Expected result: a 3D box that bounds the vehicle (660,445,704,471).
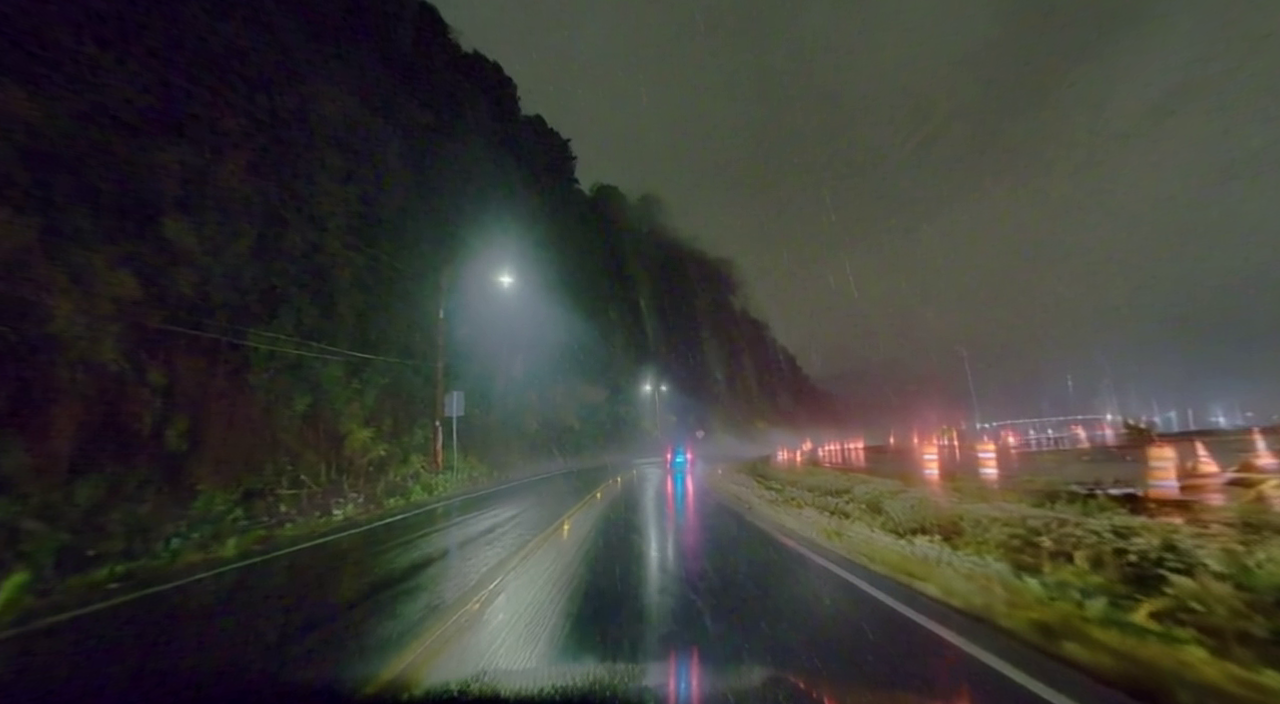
[{"bbox_3d":[2.721,6.686,40.023,2.259,1.503,4.075,-2,-9,12],"label":"vehicle"}]
